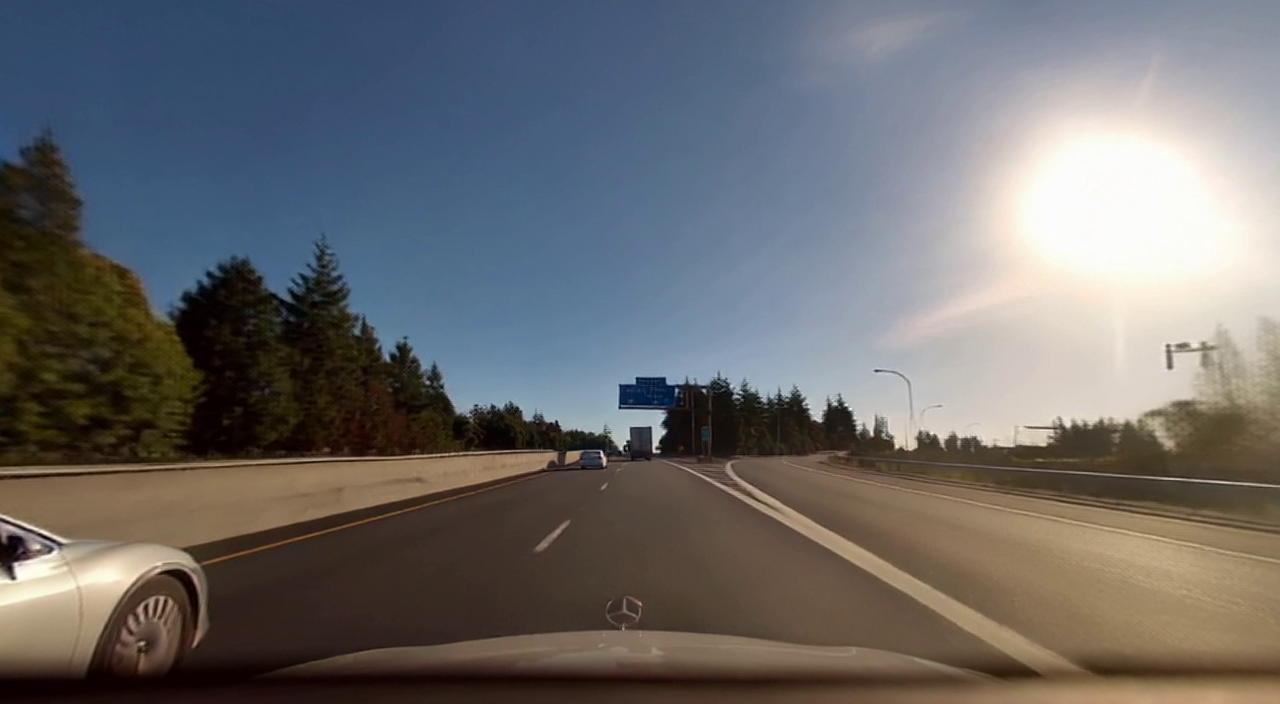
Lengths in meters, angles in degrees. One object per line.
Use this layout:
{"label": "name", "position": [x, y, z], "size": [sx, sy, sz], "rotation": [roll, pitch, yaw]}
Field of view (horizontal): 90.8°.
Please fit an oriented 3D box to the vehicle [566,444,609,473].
{"label": "vehicle", "position": [-3.072, 6.352, 37.699], "size": [2.184, 1.574, 5.004], "rotation": [0, -9, 0]}
